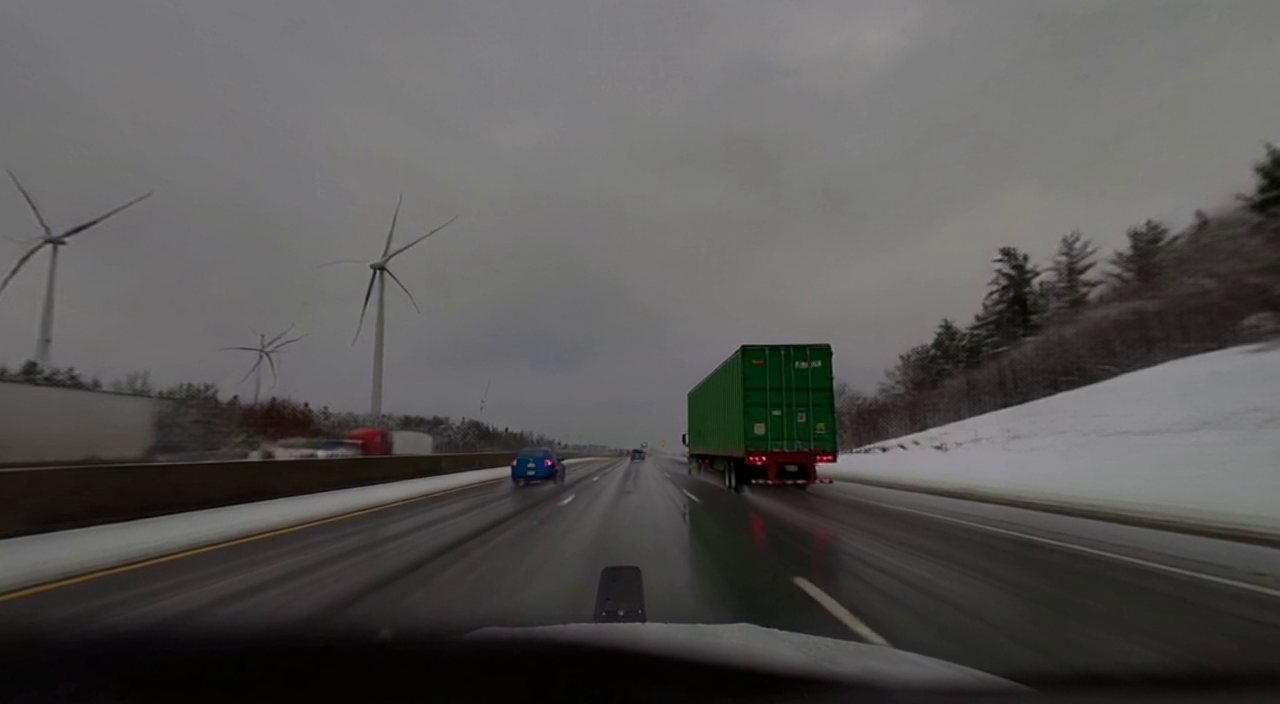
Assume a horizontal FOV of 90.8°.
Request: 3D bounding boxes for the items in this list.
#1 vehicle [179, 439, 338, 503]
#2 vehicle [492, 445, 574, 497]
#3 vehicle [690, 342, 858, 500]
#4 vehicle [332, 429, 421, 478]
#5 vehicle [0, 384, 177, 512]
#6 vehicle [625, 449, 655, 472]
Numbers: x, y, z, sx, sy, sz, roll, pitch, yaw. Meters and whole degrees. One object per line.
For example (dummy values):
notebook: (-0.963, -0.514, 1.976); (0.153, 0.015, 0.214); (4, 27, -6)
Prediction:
vehicle: (-11.629, 3.640, 19.744); (2.054, 1.737, 4.620); (0, -9, 0)
vehicle: (-3.431, 3.902, 21.042); (1.952, 1.521, 4.095); (0, -9, 1)
vehicle: (3.907, 2.781, 22.722); (2.947, 3.989, 13.568); (0, -9, 0)
vehicle: (-19.269, 7.540, 46.888); (2.910, 3.234, 8.361); (0, -9, 0)
vehicle: (-20.819, 2.827, 18.530); (2.876, 3.822, 15.372); (0, -9, 0)
vehicle: (-0.007, 7.218, 42.115); (1.931, 1.453, 3.695); (0, -9, -1)
